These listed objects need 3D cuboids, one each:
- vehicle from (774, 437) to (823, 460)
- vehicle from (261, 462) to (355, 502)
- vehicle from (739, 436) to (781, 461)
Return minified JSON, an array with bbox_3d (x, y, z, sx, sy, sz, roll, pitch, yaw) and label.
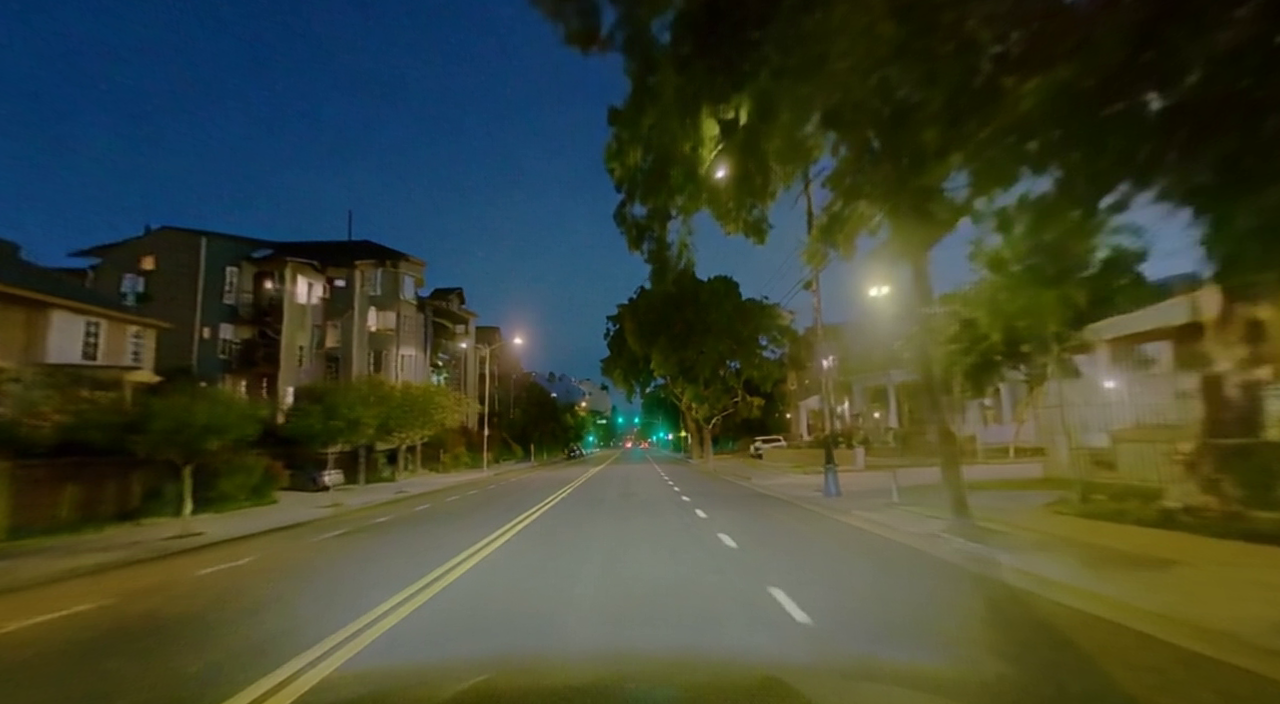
[{"bbox_3d":[11.806,7.245,47.541,2.181,1.530,4.867,-2,-8,-3],"label":"vehicle"},{"bbox_3d":[-15.446,6.034,29.712,2.124,1.538,4.237,-1,-8,0],"label":"vehicle"},{"bbox_3d":[8.978,7.257,47.643,2.121,1.785,4.693,0,-9,-1],"label":"vehicle"}]
